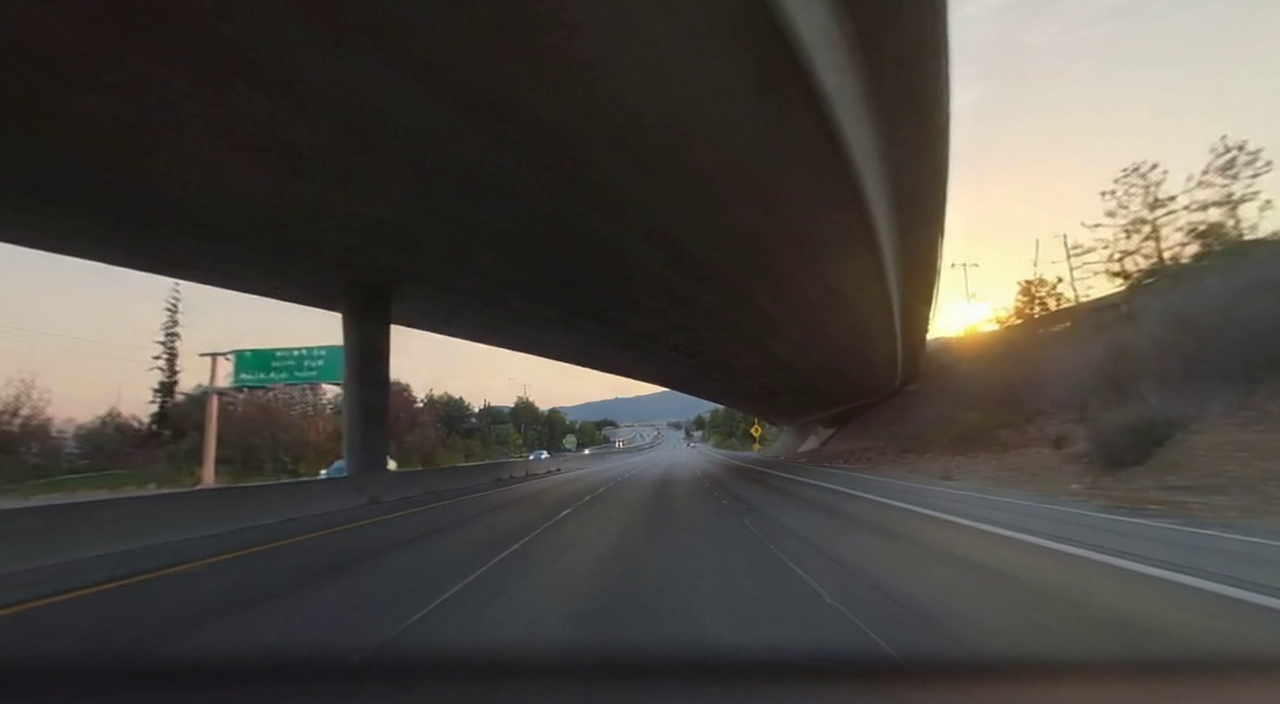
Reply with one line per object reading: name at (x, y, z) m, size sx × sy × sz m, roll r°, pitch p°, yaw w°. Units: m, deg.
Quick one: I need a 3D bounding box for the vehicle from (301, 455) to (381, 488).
vehicle at (-15.594, 6.252, 33.204) m, size 1.798 × 1.496 × 4.559 m, roll -1°, pitch -8°, yaw 3°
